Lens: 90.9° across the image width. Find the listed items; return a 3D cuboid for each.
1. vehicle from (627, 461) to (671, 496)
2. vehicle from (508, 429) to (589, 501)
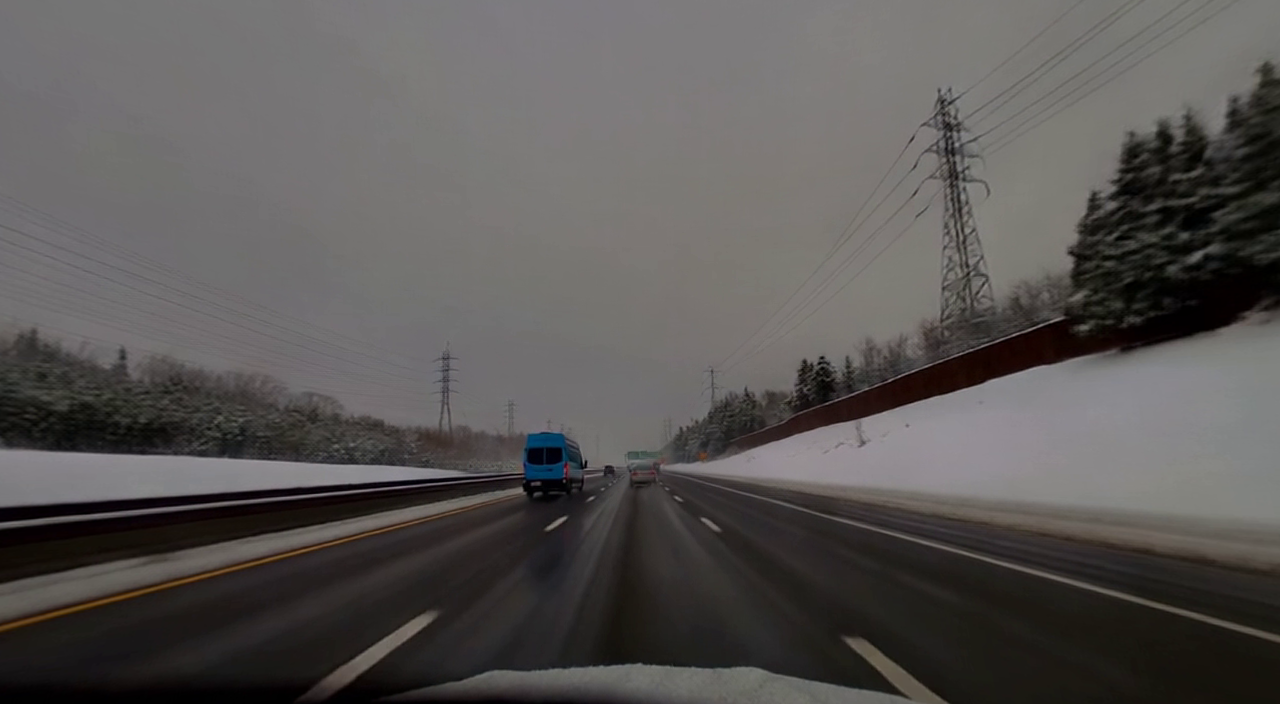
[{"bbox_3d":[0.407,6.116,30.705,2.006,1.554,3.863,1,-10,0],"label":"vehicle"},{"bbox_3d":[-3.674,4.810,26.829,2.394,2.609,6.875,1,-10,0],"label":"vehicle"}]
